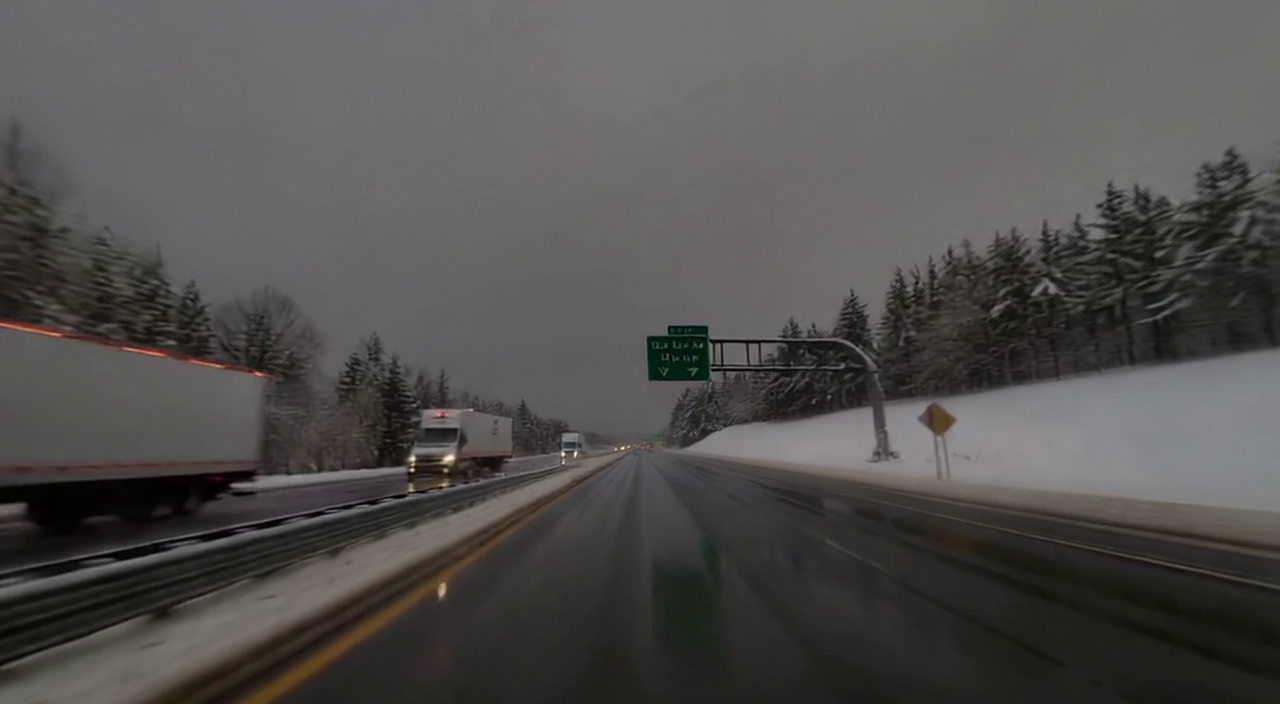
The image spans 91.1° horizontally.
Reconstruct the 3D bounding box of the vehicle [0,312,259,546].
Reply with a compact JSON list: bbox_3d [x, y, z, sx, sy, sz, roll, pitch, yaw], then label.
[{"bbox_3d":[-12.791,1.437,11.508,2.885,4.101,14.066,0,-9,0],"label":"vehicle"}]

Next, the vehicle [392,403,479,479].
[{"bbox_3d":[-12.680,5.651,39.660,3.294,4.337,6.316,0,-9,0],"label":"vehicle"}]
